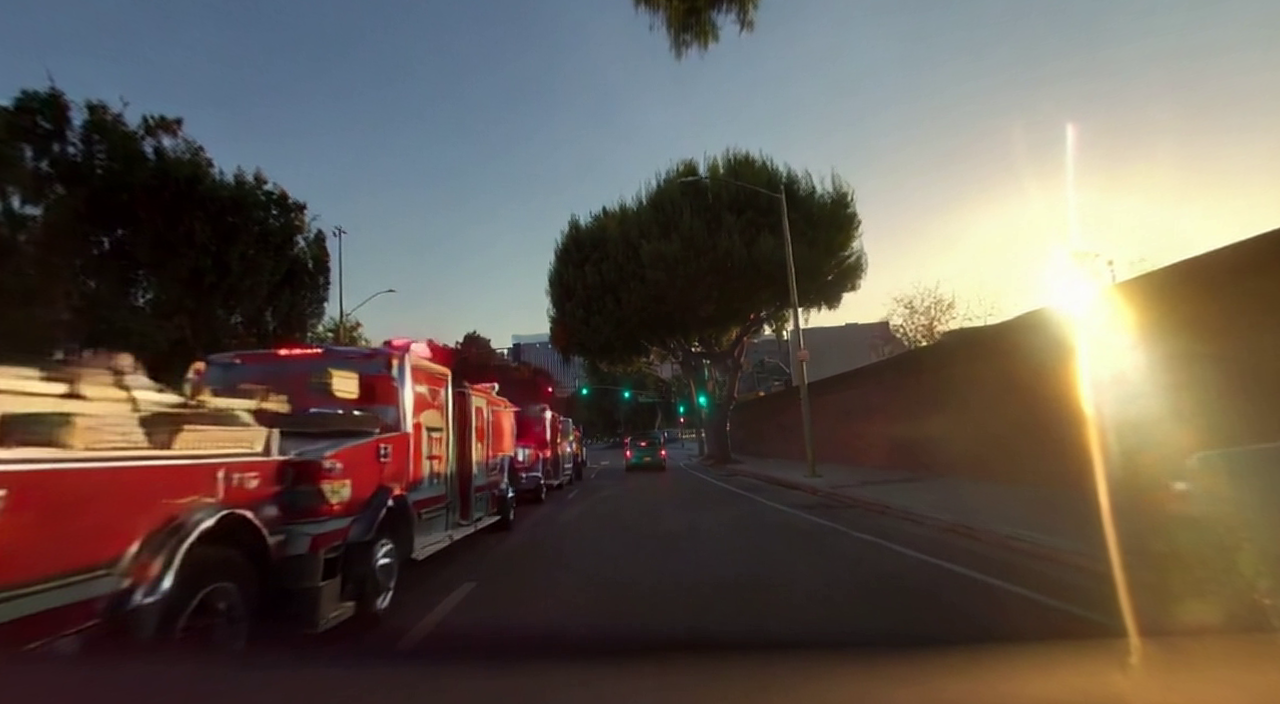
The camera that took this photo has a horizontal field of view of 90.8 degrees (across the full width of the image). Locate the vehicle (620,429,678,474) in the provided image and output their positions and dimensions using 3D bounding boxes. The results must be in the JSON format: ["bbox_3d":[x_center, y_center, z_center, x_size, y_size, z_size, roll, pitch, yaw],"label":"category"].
[{"bbox_3d":[0.294,4.534,28.922,2.332,1.831,4.930,0,-8,-3],"label":"vehicle"}]

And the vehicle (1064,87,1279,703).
[{"bbox_3d":[4.077,0.007,0.743,3.411,2.429,5.271,0,-8,0],"label":"vehicle"}]

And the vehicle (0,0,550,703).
[{"bbox_3d":[-3.220,0.641,5.390,3.644,3.138,9.346,0,-8,-1],"label":"vehicle"}]
